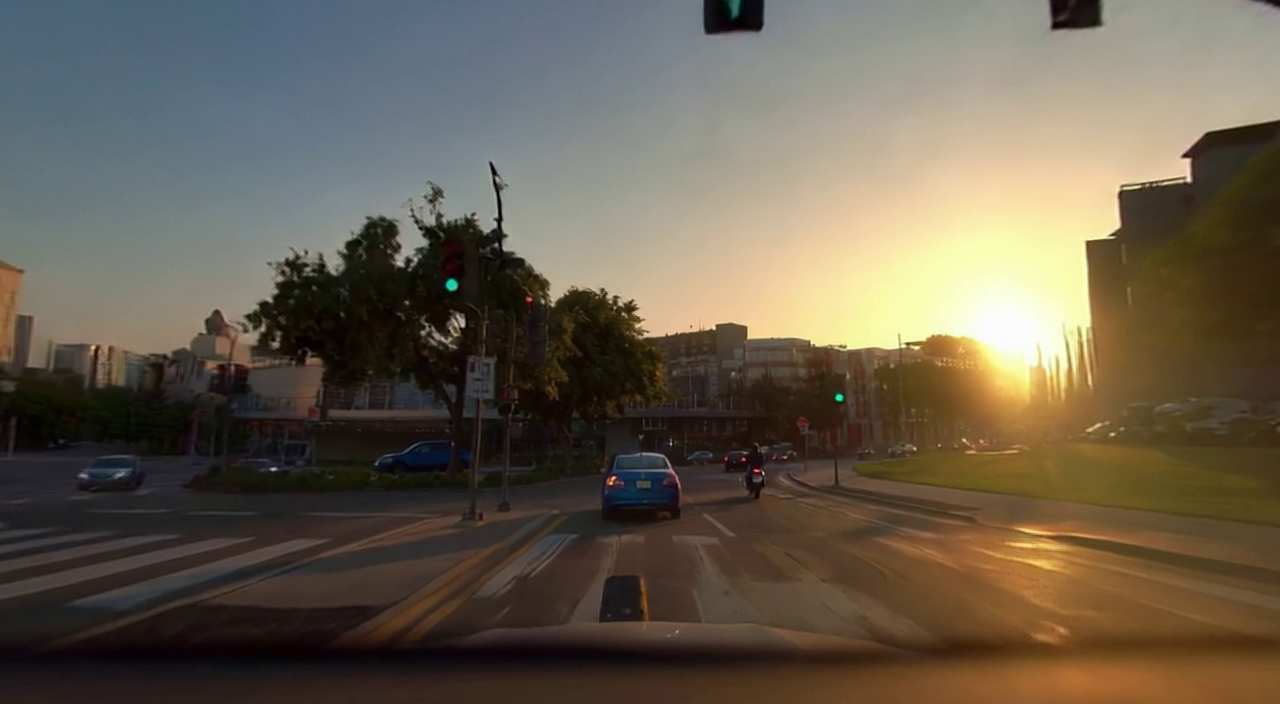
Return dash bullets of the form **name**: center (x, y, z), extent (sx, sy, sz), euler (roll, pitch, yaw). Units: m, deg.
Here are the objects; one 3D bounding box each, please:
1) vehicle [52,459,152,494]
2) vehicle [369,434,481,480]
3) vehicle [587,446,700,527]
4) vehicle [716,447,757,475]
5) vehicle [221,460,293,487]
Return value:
- **vehicle**: center (-22.560, 5.206, 26.509), extent (1.433, 1.269, 2.779), euler (-5, -9, 26)
- **vehicle**: center (-14.062, 6.923, 41.925), extent (2.287, 2.780, 7.166), euler (-6, -10, 31)
- **vehicle**: center (0.010, 2.826, 13.847), extent (2.118, 1.480, 3.949), euler (0, -9, -1)
- **vehicle**: center (6.646, 7.348, 42.836), extent (2.212, 1.790, 4.768), euler (-3, -9, 15)
- **vehicle**: center (-19.246, 6.090, 31.759), extent (1.259, 1.181, 2.744), euler (-6, -10, 30)
